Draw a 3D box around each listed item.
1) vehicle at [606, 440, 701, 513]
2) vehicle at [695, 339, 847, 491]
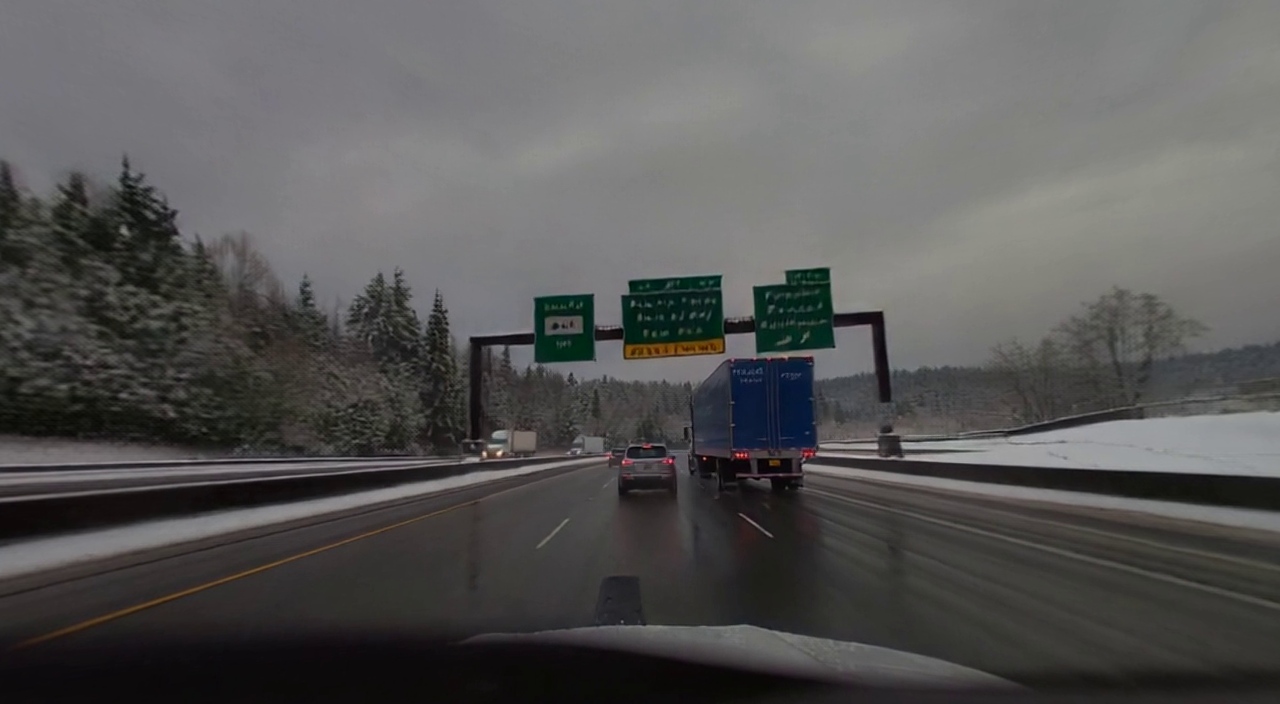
[{"bbox_3d":[0.265,3.034,15.848,2.039,1.532,4.610,0,-9,0],"label":"vehicle"},{"bbox_3d":[4.052,2.736,23.615,2.960,4.018,13.834,0,-9,1],"label":"vehicle"}]
